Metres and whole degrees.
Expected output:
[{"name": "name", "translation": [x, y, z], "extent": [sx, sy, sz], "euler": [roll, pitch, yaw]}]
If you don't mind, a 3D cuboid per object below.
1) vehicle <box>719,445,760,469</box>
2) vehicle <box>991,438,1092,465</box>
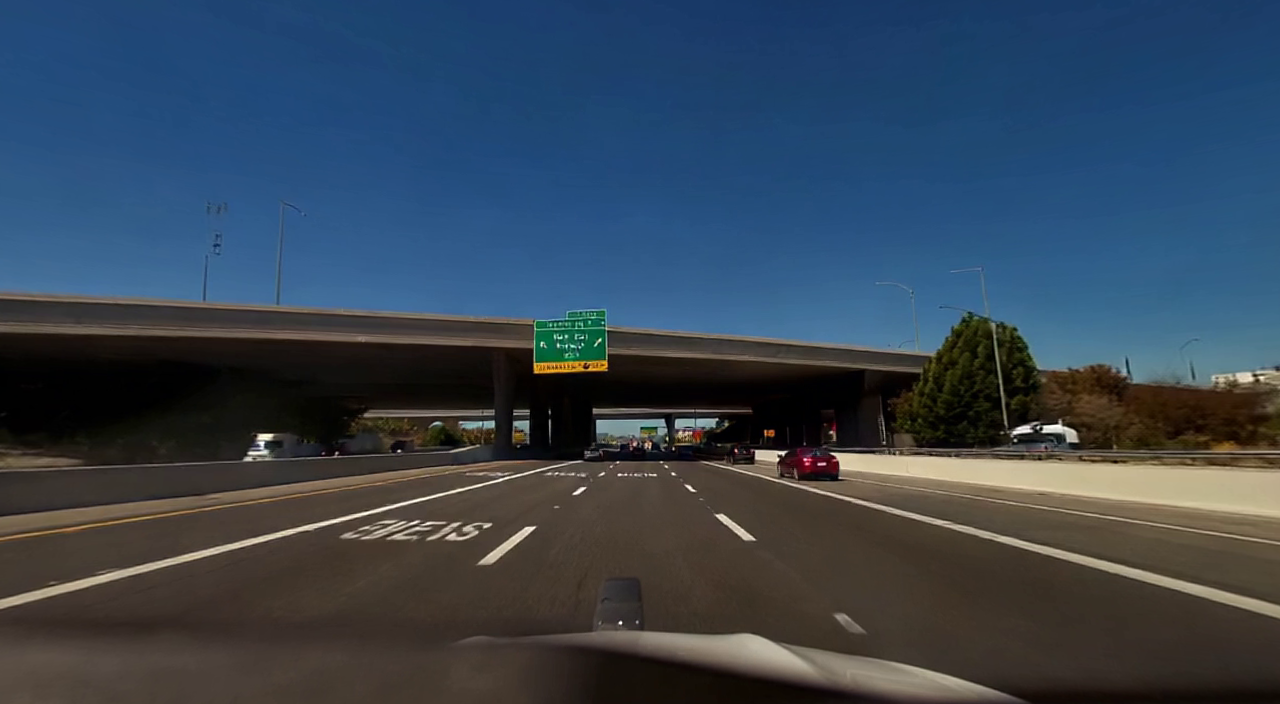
[{"name": "vehicle", "translation": [7.000, 7.424, 44.925], "extent": [2.075, 1.611, 4.421], "euler": [0, -8, -1]}, {"name": "vehicle", "translation": [23.677, 5.880, 37.518], "extent": [1.821, 1.479, 5.004], "euler": [3, -9, -18]}]
